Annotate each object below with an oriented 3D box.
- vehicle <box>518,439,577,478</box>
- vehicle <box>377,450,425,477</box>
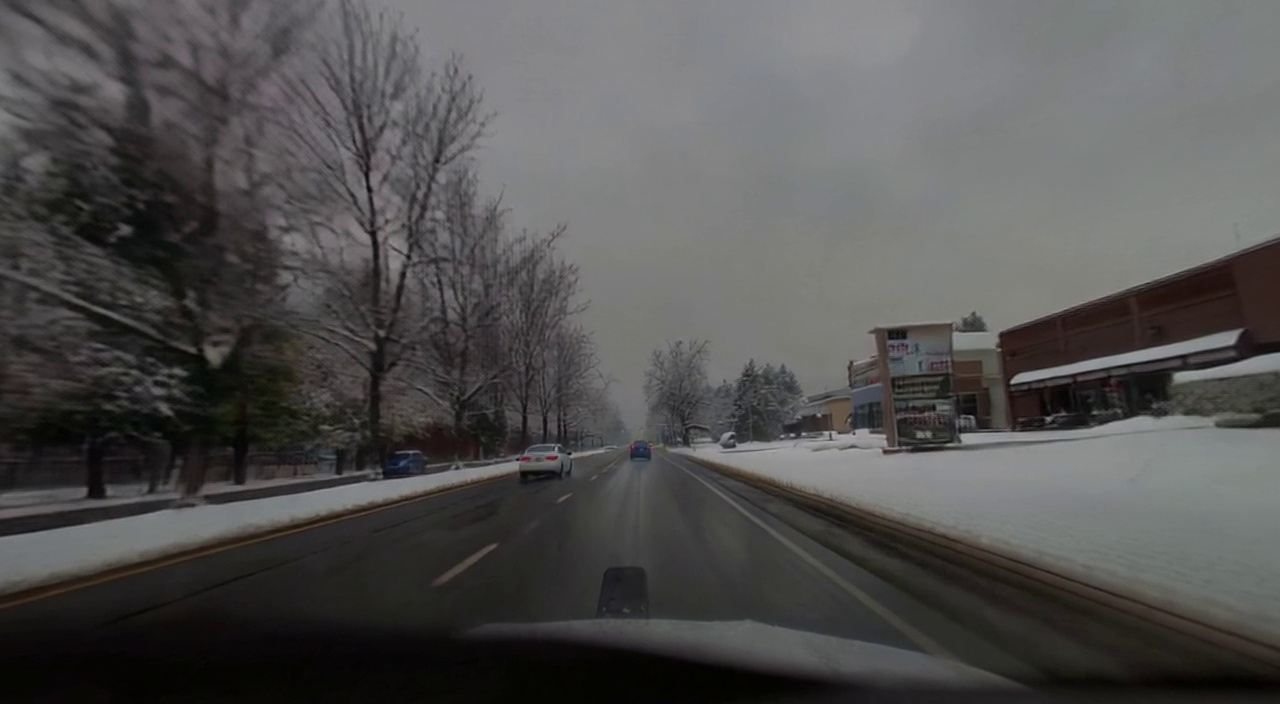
[{"bbox_3d":[-4.056,4.739,28.321,1.914,1.630,4.351,0,-8,1],"label":"vehicle"},{"bbox_3d":[-15.890,7.402,42.093,1.783,1.610,3.836,0,-8,-1],"label":"vehicle"}]
